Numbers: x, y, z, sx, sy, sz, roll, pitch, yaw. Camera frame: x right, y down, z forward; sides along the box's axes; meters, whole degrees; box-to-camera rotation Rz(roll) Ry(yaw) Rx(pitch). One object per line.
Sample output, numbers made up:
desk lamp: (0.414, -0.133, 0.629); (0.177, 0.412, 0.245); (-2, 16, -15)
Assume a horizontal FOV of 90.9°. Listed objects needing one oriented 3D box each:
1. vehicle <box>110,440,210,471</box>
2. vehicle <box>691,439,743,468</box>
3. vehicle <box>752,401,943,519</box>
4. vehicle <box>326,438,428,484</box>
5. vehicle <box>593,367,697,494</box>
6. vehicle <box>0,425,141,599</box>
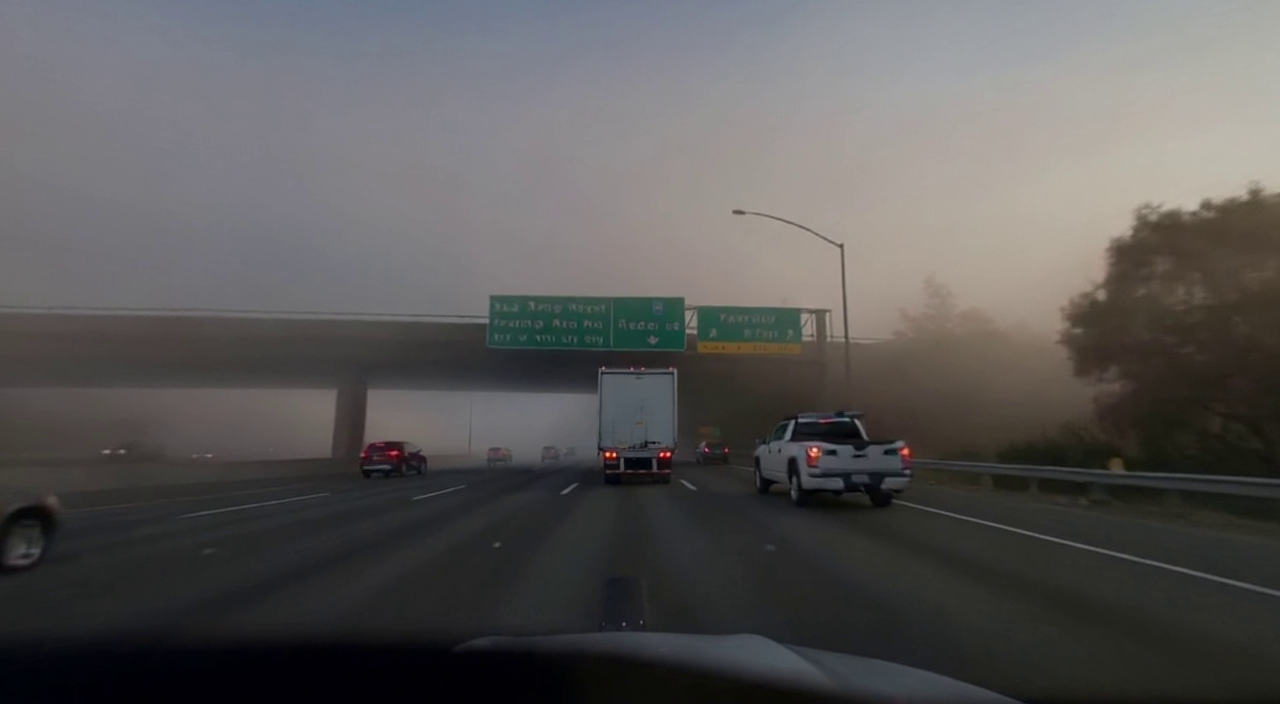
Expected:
vehicle: (-34.365, 7.454, 45.491); (2.187, 2.054, 6.638); (0, -9, -2)
vehicle: (4.186, 5.606, 35.028); (2.108, 1.508, 4.744); (0, -9, -2)
vehicle: (3.926, 2.195, 13.138); (2.174, 1.968, 5.016); (0, -9, -1)
vehicle: (-10.848, 4.535, 26.516); (2.119, 1.747, 5.121); (0, -9, -1)
vehicle: (-0.062, 3.020, 23.250); (2.916, 3.584, 10.841); (0, -9, -2)
vehicle: (-6.634, 1.264, 4.617); (2.057, 1.506, 4.829); (0, -9, -1)
